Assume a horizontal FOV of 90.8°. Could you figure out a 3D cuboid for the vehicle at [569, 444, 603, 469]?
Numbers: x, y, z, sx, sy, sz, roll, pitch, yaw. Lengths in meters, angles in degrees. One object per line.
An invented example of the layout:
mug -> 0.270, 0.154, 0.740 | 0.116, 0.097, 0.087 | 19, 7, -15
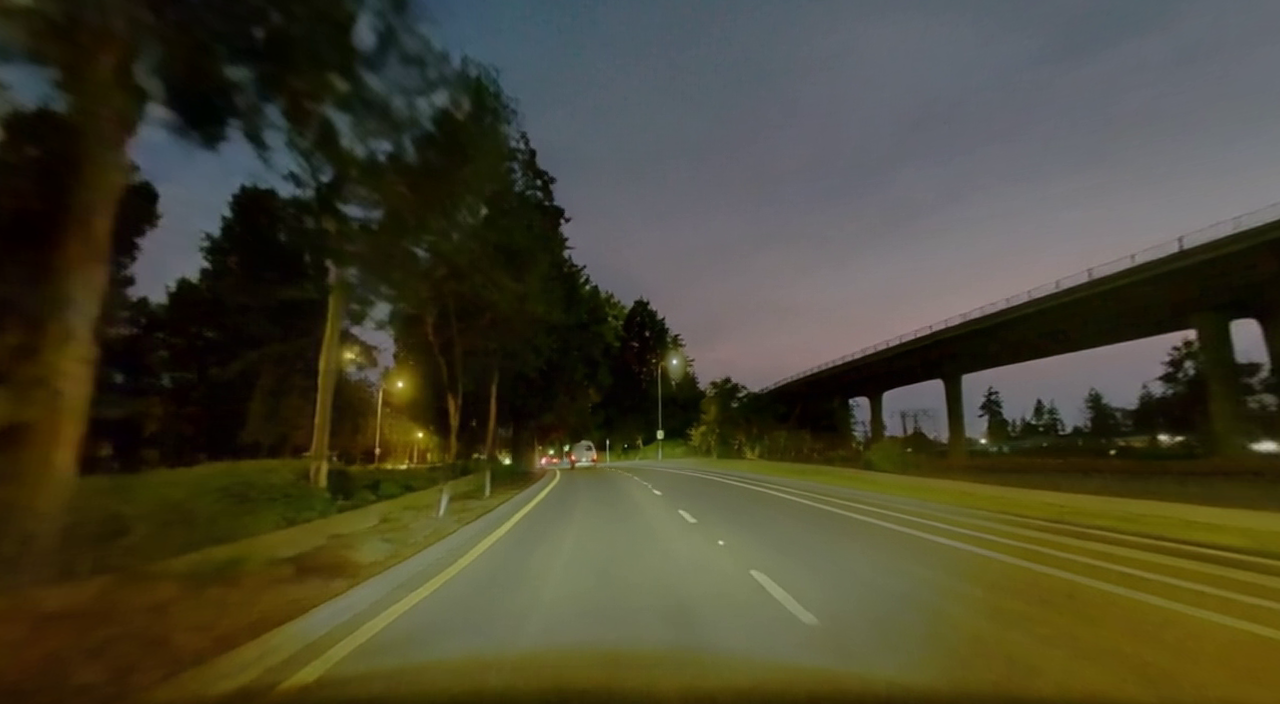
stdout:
vehicle -> -4.104, 7.779, 47.160 | 2.184, 1.713, 4.231 | 1, -9, -9
